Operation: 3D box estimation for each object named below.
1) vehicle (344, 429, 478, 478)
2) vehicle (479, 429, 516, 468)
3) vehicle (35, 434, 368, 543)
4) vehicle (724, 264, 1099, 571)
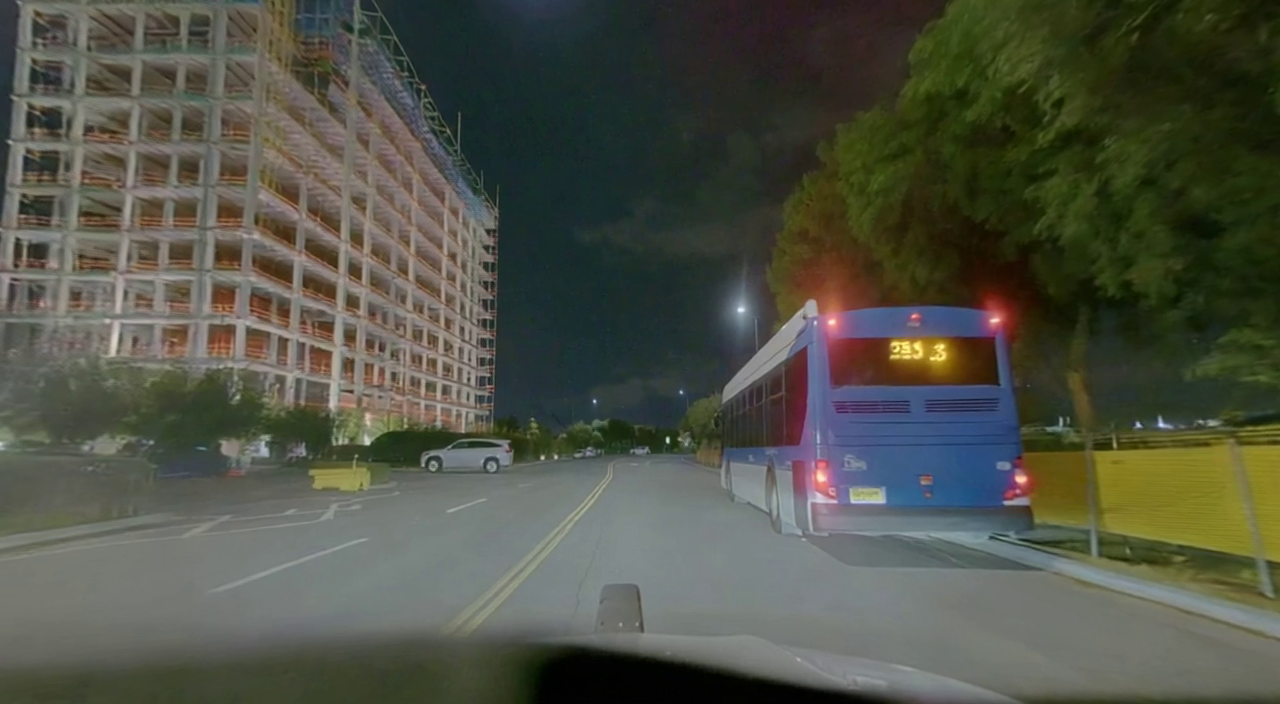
[{"bbox_3d":[-13.566,6.102,38.065,7.067,2.785,2.980,1,-9,-9],"label":"vehicle"},{"bbox_3d":[-8.030,5.414,35.748,1.515,2.074,2.668,0,-7,-2],"label":"vehicle"},{"bbox_3d":[-7.894,2.452,11.994,4.689,1.683,2.065,5,-10,-30],"label":"vehicle"},{"bbox_3d":[3.800,1.606,13.325,3.040,3.424,12.508,0,-9,3],"label":"vehicle"}]
